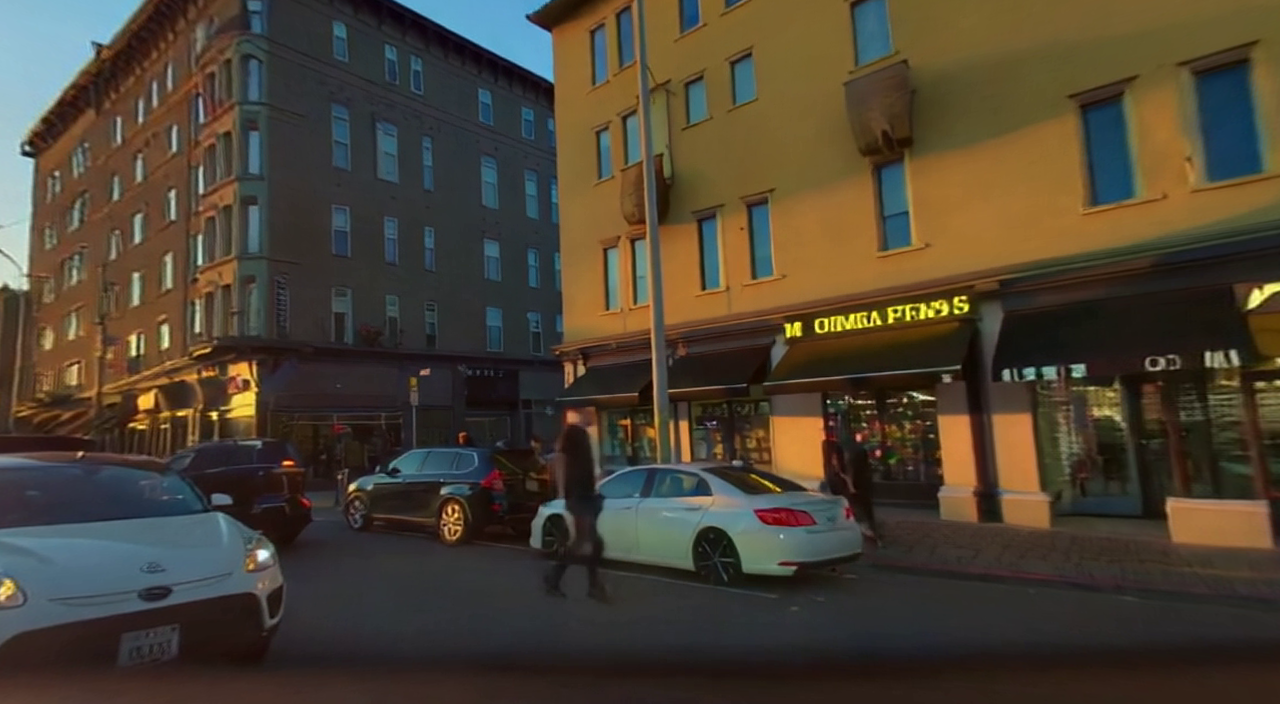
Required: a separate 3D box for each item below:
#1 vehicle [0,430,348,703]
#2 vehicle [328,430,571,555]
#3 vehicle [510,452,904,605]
[{"bbox_3d":[-4.033,1.320,4.372,4.330,1.458,1.932,-7,-11,40],"label":"vehicle"},{"bbox_3d":[-3.612,2.424,11.653,4.580,1.853,1.862,-7,-11,36],"label":"vehicle"},{"bbox_3d":[0.668,2.064,8.338,4.830,1.421,1.826,-6,-10,35],"label":"vehicle"}]
